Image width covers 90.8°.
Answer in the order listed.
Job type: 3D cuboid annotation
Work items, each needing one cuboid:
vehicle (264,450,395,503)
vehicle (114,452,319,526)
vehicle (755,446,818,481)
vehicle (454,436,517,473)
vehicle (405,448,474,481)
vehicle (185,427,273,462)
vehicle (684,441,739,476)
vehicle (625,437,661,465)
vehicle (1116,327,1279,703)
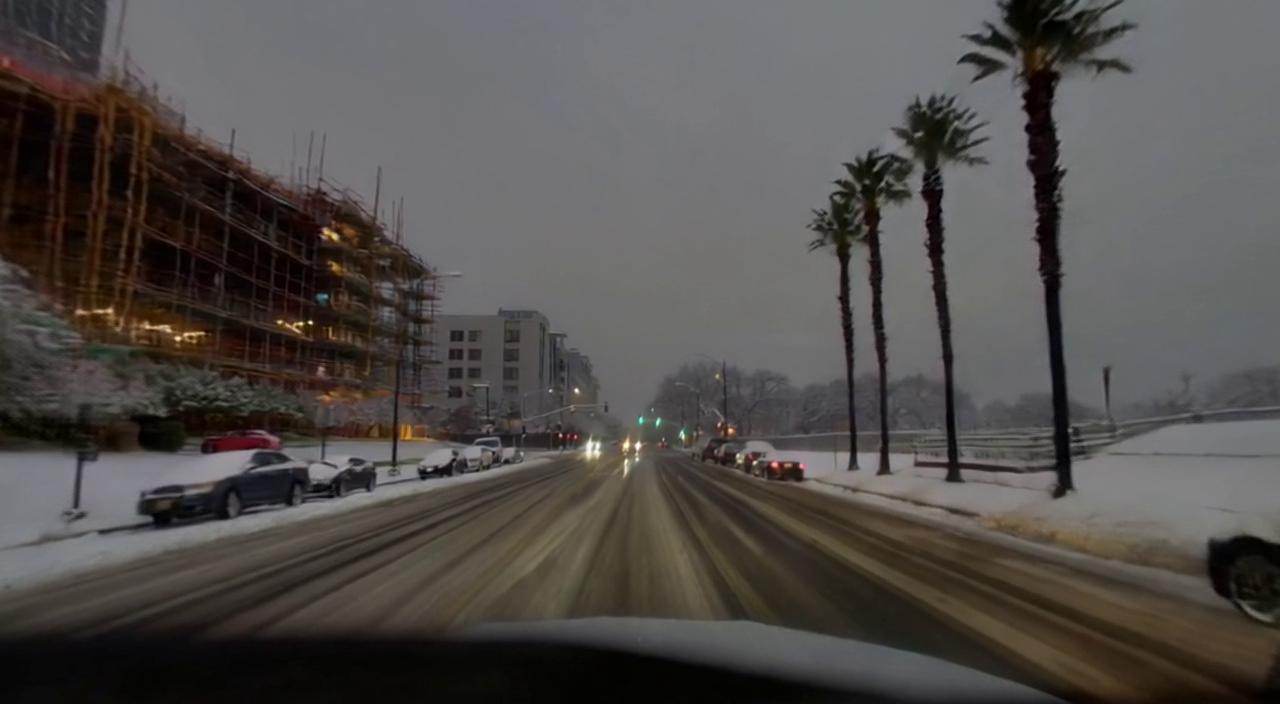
[{"bbox_3d":[-9.553,3.831,19.944,1.821,1.448,4.591,0,-9,0],"label":"vehicle"},{"bbox_3d":[-9.674,3.123,14.959,1.826,1.445,4.325,0,-9,0],"label":"vehicle"},{"bbox_3d":[6.610,5.076,29.015,1.819,1.435,4.337,0,-9,-1],"label":"vehicle"},{"bbox_3d":[-9.777,6.633,40.516,2.294,1.948,6.025,-6,-11,1],"label":"vehicle"},{"bbox_3d":[-9.784,5.478,31.192,1.804,1.478,4.734,0,-9,0],"label":"vehicle"},{"bbox_3d":[-19.942,4.507,30.641,3.575,1.571,1.912,-5,-10,27],"label":"vehicle"},{"bbox_3d":[3.261,4.954,29.556,1.999,1.487,3.939,0,-9,-2],"label":"vehicle"},{"bbox_3d":[0.238,6.573,41.976,2.264,1.798,4.258,0,-9,1],"label":"vehicle"},{"bbox_3d":[3.086,0.527,0.516,1.953,1.687,4.344,0,-9,0],"label":"vehicle"}]
